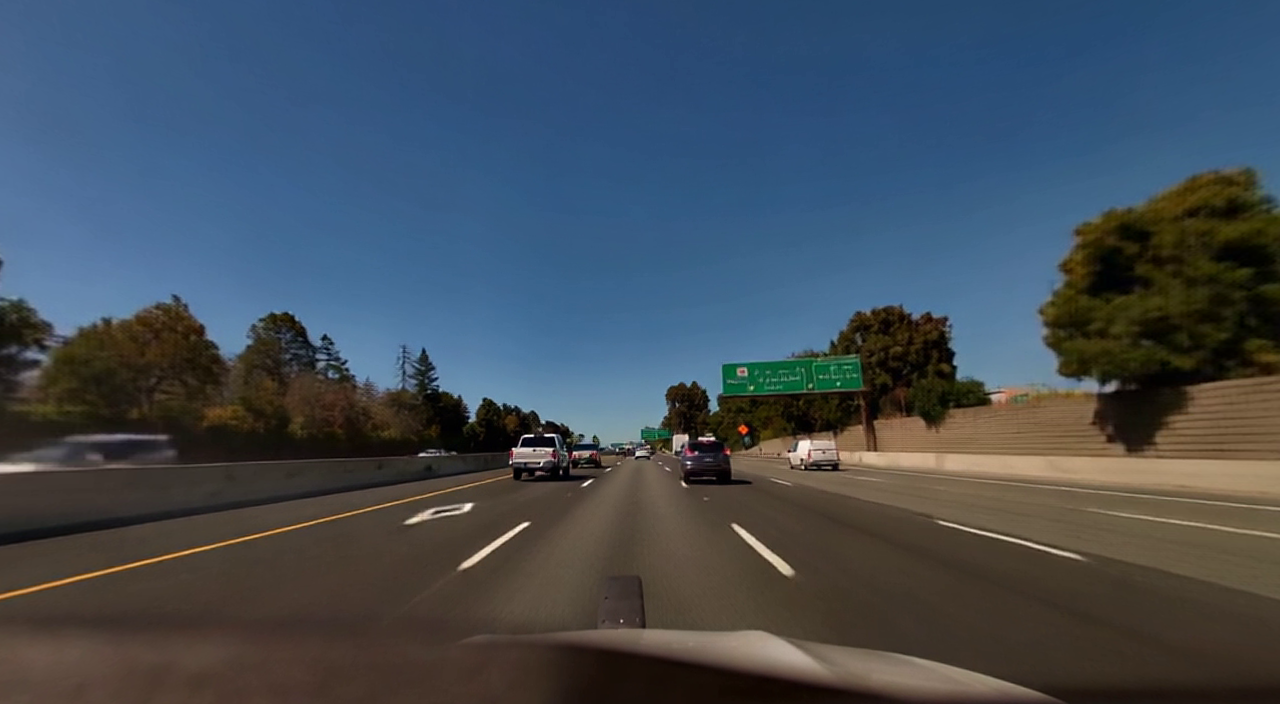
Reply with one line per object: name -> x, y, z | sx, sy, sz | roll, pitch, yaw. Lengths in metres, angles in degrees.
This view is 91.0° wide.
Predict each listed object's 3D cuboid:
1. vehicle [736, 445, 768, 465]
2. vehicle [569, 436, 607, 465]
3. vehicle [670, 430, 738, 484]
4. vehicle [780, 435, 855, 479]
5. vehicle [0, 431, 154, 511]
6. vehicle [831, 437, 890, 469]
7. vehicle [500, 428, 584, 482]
vehicle -> 8.429, 7.779, 47.739 | 1.815, 1.479, 3.892 | 0, -9, 1
vehicle -> -3.892, 7.524, 48.360 | 2.317, 2.049, 5.746 | 0, -9, 1
vehicle -> 2.162, 3.714, 22.524 | 2.181, 1.728, 3.970 | 0, -9, 2
vehicle -> 7.467, 4.443, 26.916 | 2.022, 1.682, 4.226 | 0, -9, 1
vehicle -> -13.785, 2.610, 14.139 | 1.960, 1.588, 4.540 | 0, -9, 2
vehicle -> 13.133, 6.066, 37.806 | 2.010, 1.765, 4.375 | 0, -9, 2
vehicle -> -3.512, 3.826, 23.515 | 2.199, 1.777, 4.790 | 0, -9, 2
